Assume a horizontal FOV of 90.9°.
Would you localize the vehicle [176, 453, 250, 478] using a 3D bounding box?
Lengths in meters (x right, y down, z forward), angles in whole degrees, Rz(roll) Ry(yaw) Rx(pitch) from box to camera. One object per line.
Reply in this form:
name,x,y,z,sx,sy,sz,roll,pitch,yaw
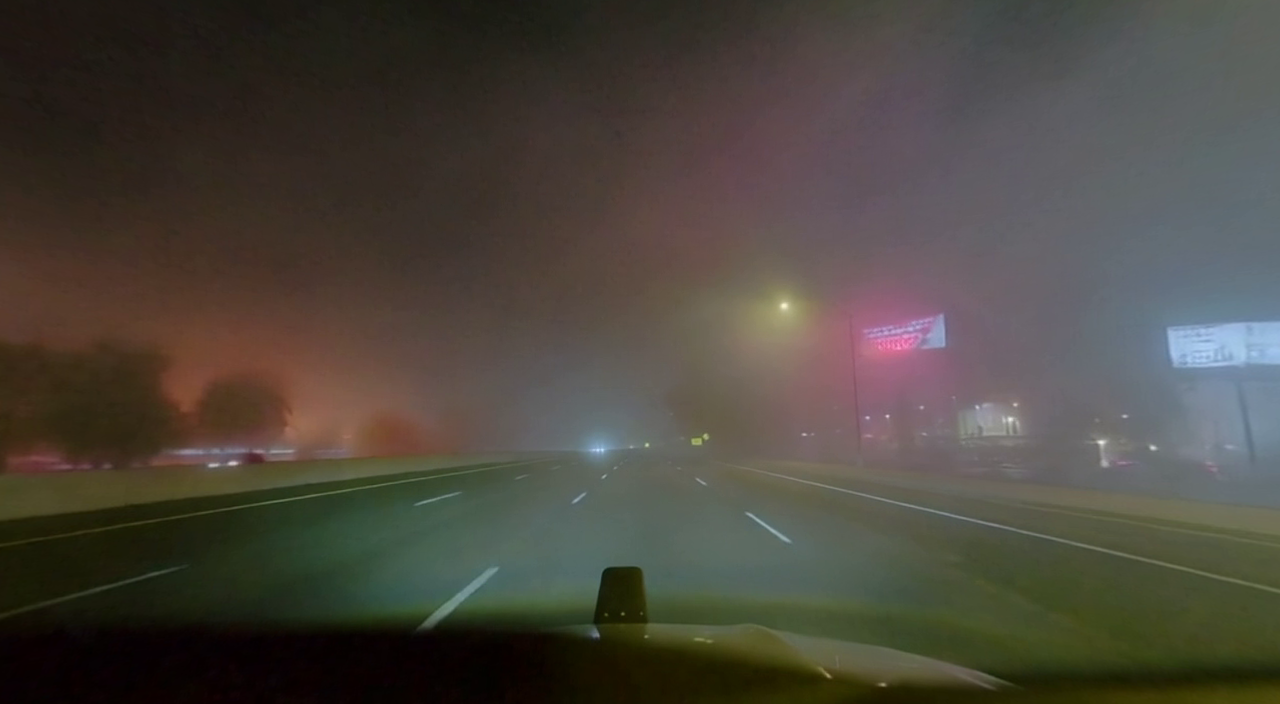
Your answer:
vehicle,-27.917,7.403,41.432,1.769,1.485,4.336,0,-8,1
